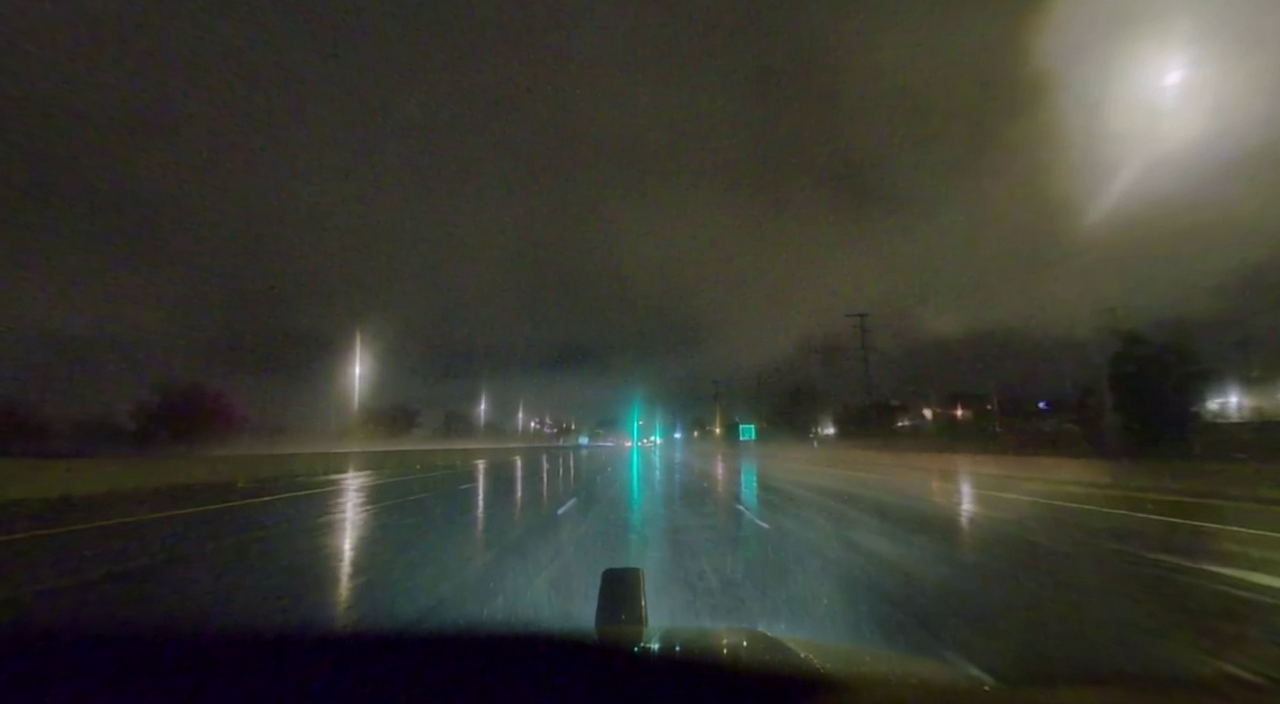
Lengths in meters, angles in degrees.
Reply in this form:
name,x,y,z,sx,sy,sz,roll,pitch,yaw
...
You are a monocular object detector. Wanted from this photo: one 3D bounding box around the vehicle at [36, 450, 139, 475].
name,x,y,z,sx,sy,sz,roll,pitch,yaw
vehicle,-25.062,4.997,28.743,1.572,1.012,3.433,0,-8,1
